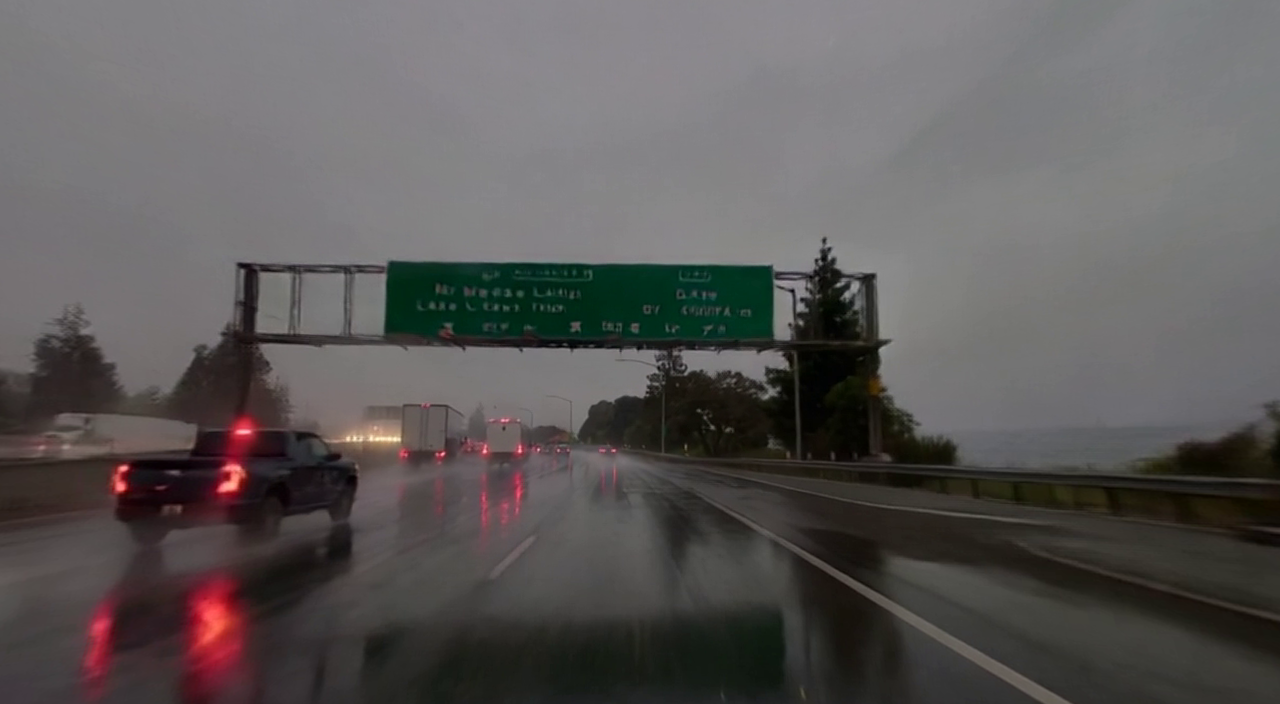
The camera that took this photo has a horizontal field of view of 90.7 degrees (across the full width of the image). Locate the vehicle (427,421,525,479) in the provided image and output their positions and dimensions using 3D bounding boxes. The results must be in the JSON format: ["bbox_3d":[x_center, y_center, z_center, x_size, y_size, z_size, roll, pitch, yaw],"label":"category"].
[{"bbox_3d":[-9.036,5.678,37.030,3.270,2.674,14.547,0,-8,-6],"label":"vehicle"}]

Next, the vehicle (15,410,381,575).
[{"bbox_3d":[-5.986,1.944,9.735,2.093,1.785,5.303,0,-8,-4],"label":"vehicle"}]
